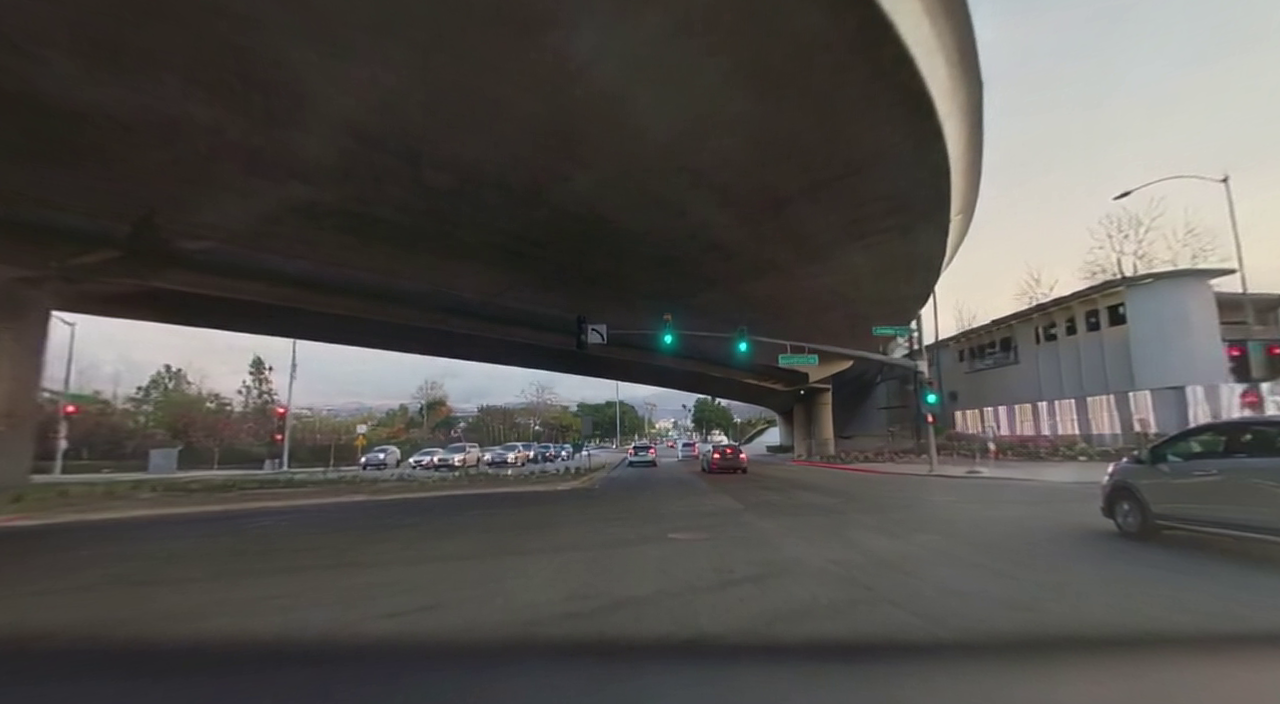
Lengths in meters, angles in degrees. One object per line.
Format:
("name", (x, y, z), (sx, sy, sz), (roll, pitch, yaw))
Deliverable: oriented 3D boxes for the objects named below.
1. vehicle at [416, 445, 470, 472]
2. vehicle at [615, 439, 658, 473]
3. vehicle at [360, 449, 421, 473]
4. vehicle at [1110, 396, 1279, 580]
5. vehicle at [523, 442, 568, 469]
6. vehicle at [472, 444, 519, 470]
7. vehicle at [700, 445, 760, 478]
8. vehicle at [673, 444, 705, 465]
("vehicle", (-12.813, 6.940, 41.159), (1.985, 1.606, 4.570), (0, -9, 1))
("vehicle", (-0.140, 5.551, 33.738), (2.172, 1.694, 4.055), (0, -9, 1))
("vehicle", (-16.589, 7.231, 41.988), (1.982, 1.499, 4.735), (0, -9, 1))
("vehicle", (6.756, 1.212, 5.554), (1.964, 1.647, 4.114), (0, -9, 0))
("vehicle", (-5.845, 6.547, 39.397), (1.971, 1.542, 4.377), (-2, -10, 2))
("vehicle", (-9.411, 6.876, 41.163), (1.945, 1.590, 4.141), (0, -9, 2))
("vehicle", (4.069, 5.054, 29.165), (2.156, 1.404, 4.120), (0, -9, 0))
("vehicle", (3.699, 7.834, 48.015), (2.119, 1.509, 4.495), (0, -9, 0))
